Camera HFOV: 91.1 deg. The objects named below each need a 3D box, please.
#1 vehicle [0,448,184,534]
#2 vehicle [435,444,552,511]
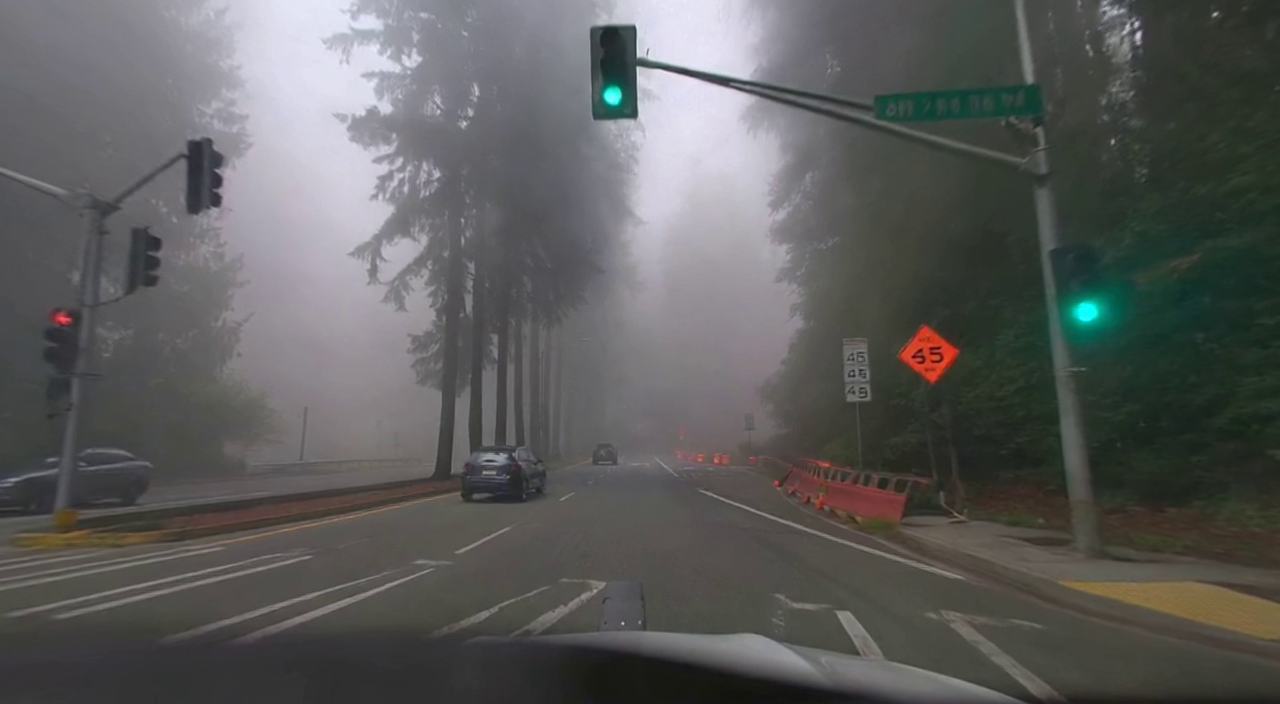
[{"bbox_3d":[-11.939,2.685,12.690,1.898,1.459,4.587,0,-8,1],"label":"vehicle"},{"bbox_3d":[-3.632,3.171,16.345,2.029,1.511,3.922,0,-8,1],"label":"vehicle"}]
